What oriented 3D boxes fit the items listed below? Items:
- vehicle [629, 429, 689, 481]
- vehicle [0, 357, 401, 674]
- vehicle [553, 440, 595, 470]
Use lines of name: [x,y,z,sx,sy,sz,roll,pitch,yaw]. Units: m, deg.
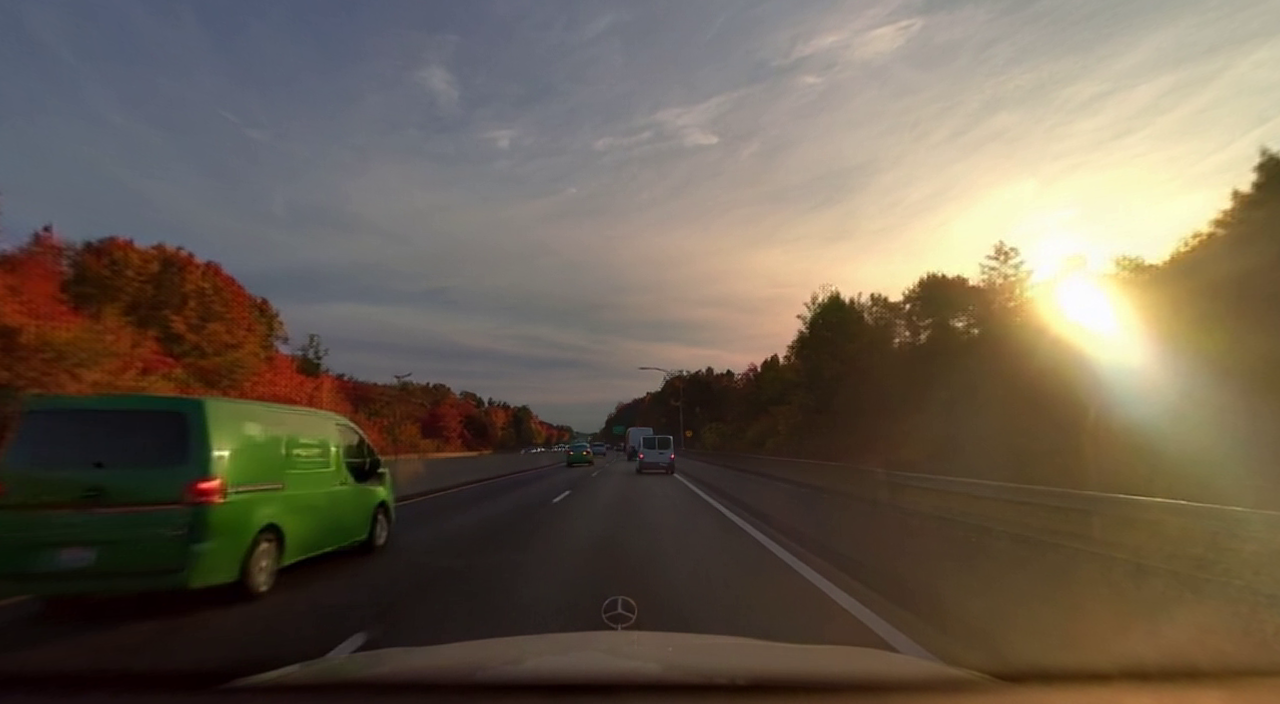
vehicle: [0.669,4.195,25.722,2.179,1.930,4.538,0,-9,-2]
vehicle: [-3.887,1.218,5.563,2.021,1.790,3.907,0,-9,-1]
vehicle: [-3.936,6.245,38.073,2.088,1.688,4.365,0,-9,-1]
